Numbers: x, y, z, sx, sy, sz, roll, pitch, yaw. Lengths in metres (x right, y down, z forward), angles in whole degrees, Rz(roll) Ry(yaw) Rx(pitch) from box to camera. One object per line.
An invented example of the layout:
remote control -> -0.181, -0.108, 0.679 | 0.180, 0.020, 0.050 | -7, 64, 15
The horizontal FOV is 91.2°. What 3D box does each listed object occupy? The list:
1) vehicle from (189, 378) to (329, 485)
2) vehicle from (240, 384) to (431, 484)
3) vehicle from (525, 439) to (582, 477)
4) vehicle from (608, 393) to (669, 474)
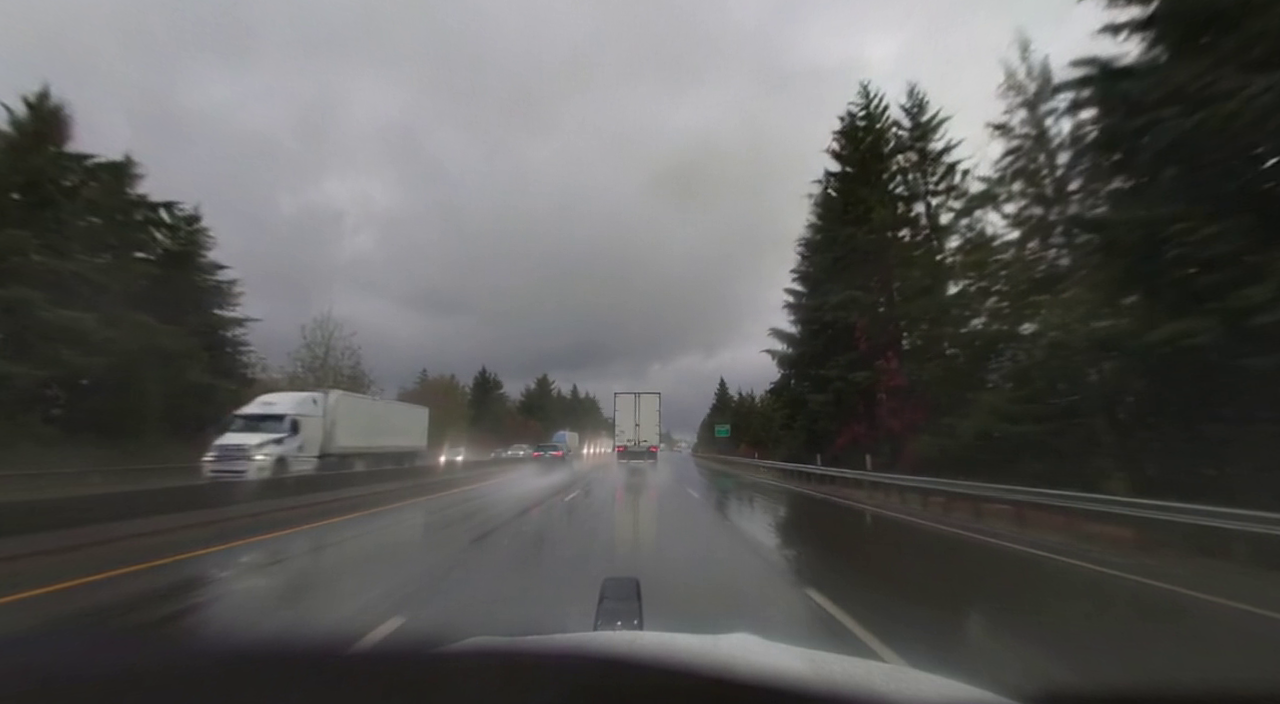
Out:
vehicle -> -14.909, 3.197, 24.928 | 2.869, 3.906, 3.898 | 0, -9, 0
vehicle -> -14.938, 4.476, 33.011 | 2.929, 4.123, 14.002 | 0, -9, 1
vehicle -> -4.030, 5.016, 29.757 | 2.112, 1.645, 4.129 | 0, -9, 0
vehicle -> -0.106, 4.949, 37.132 | 3.100, 4.091, 10.664 | 0, -9, 0
